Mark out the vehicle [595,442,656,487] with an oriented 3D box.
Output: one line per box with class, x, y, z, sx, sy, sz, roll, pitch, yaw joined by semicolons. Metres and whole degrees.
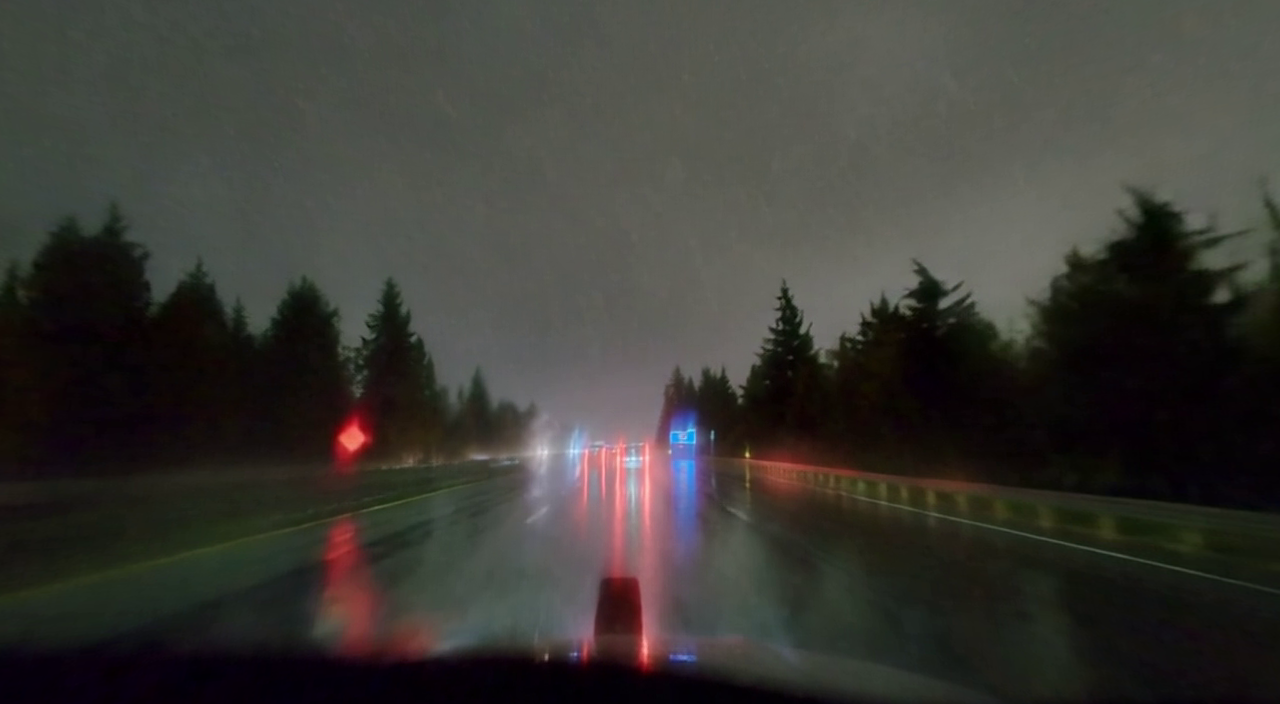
vehicle;-0.524;4.156;23.456;2.066;1.490;3.759;0;-9;-1
